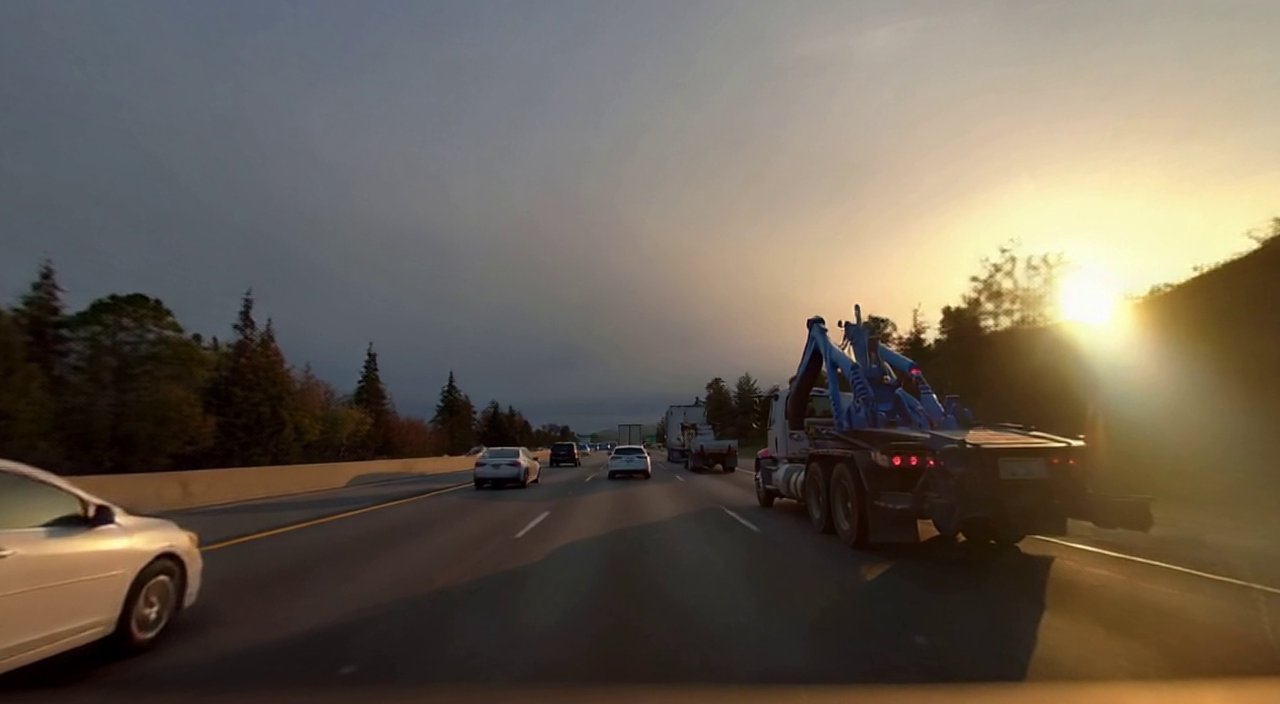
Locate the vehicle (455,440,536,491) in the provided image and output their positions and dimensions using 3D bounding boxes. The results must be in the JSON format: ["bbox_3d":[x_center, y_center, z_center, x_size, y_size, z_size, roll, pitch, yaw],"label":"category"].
[{"bbox_3d":[-4.782,3.819,21.329,1.858,1.527,3.974,0,-9,-1],"label":"vehicle"}]

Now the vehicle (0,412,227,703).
[{"bbox_3d":[-4.123,0.953,2.375,1.880,1.507,4.757,0,-9,0],"label":"vehicle"}]

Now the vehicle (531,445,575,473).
[{"bbox_3d":[-5.002,6.207,36.602,1.924,1.481,4.264,0,-9,0],"label":"vehicle"}]

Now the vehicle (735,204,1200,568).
[{"bbox_3d":[3.790,0.909,10.404,2.975,3.618,8.456,0,-9,-1],"label":"vehicle"}]

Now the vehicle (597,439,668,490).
[{"bbox_3d":[-0.278,3.718,20.926,2.150,1.498,3.988,0,-9,-2],"label":"vehicle"}]

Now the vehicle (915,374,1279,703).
[{"bbox_3d":[3.974,0.973,3.031,2.599,1.631,5.693,0,-9,-1],"label":"vehicle"}]

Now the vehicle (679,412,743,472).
[{"bbox_3d":[3.636,4.864,33.670,2.416,2.829,7.016,0,-9,-2],"label":"vehicle"}]
